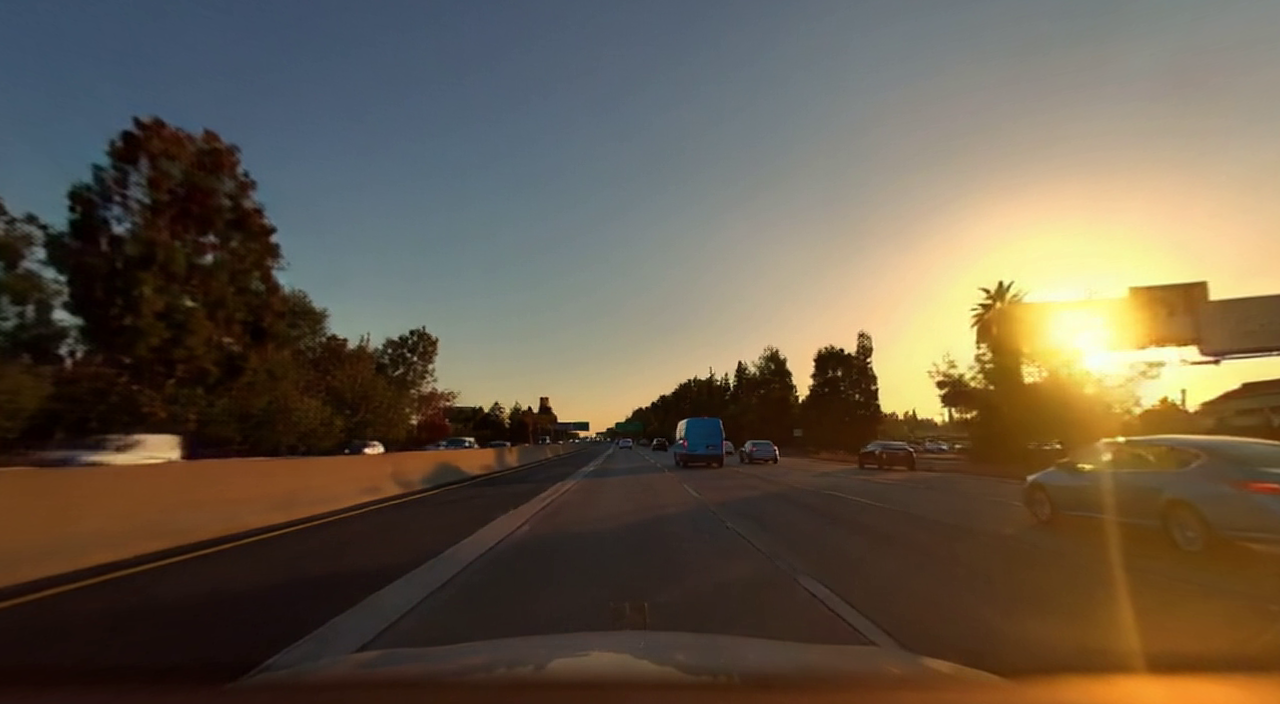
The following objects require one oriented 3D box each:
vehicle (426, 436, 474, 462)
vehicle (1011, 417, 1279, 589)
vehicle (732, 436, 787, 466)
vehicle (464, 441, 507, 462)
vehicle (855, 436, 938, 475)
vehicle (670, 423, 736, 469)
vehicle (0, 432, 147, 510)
[{"bbox_3d":[-14.944,7.662,49.753,2.188,1.906,5.116,0,-8,0],"label":"vehicle"},{"bbox_3d":[6.688,1.549,7.001,2.003,1.517,4.936,0,-8,-1],"label":"vehicle"},{"bbox_3d":[6.379,5.335,33.917,2.099,1.510,3.784,0,-8,-2],"label":"vehicle"},{"bbox_3d":[-10.987,7.096,44.928,2.060,1.452,4.444,0,-8,-1],"label":"vehicle"},{"bbox_3d":[10.679,4.321,26.415,1.874,1.496,3.586,0,-8,-2],"label":"vehicle"},{"bbox_3d":[3.038,4.720,31.655,2.546,2.087,5.404,0,-8,-2],"label":"vehicle"},{"bbox_3d":[-16.286,3.150,16.994,2.153,1.835,4.716,-1,-8,-3],"label":"vehicle"}]
